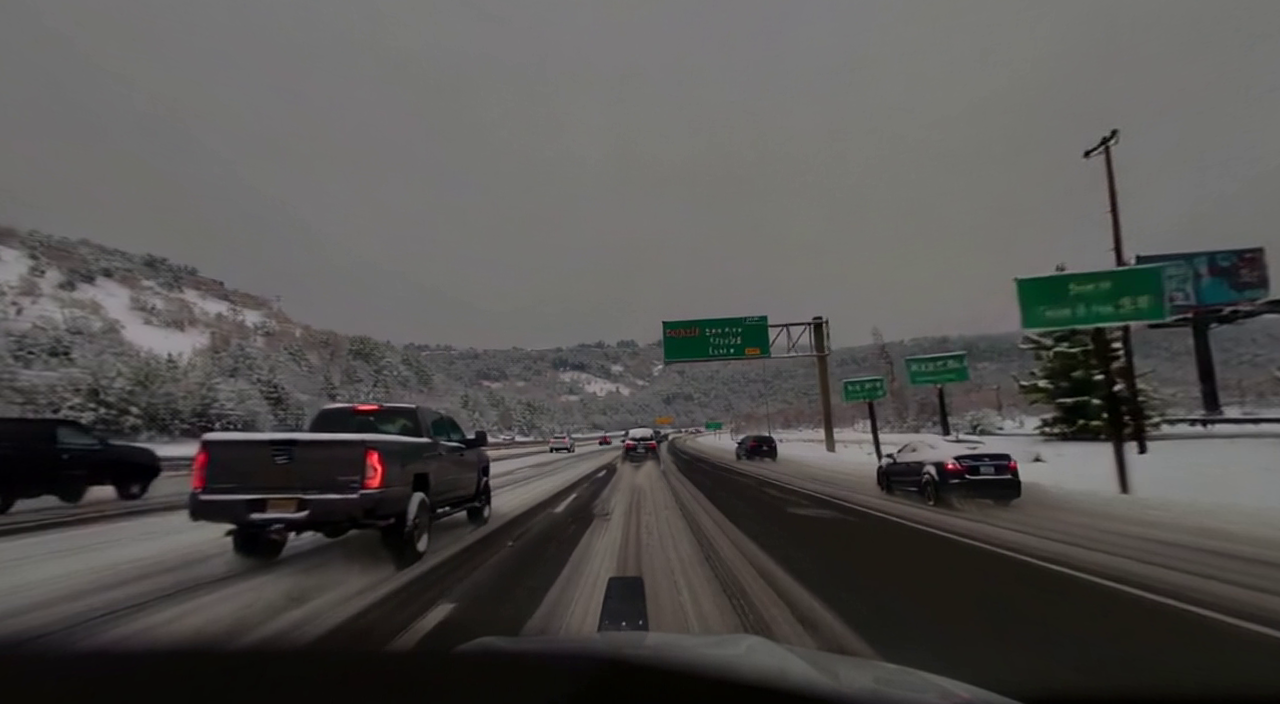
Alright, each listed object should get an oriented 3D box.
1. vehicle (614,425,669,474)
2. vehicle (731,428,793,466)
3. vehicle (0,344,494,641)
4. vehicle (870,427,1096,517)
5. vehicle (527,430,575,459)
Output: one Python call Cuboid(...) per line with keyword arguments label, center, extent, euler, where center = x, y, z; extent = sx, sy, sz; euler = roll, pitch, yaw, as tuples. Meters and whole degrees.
Cuboid(label="vehicle", center=(0.068, 3.902, 25.428), extent=(2.052, 1.808, 3.898), euler=(0, -8, 0))
Cuboid(label="vehicle", center=(6.136, 4.853, 32.258), extent=(2.067, 1.775, 4.372), euler=(0, -8, -3))
Cuboid(label="vehicle", center=(-3.452, 1.352, 7.198), extent=(2.316, 1.999, 5.765), euler=(0, -8, -1))
Cuboid(label="vehicle", center=(6.446, 2.298, 12.576), extent=(1.998, 1.456, 4.338), euler=(0, -8, -1))
Cuboid(label="vehicle", center=(-6.002, 6.361, 43.205), extent=(2.238, 1.837, 5.979), euler=(-1, -8, 2))
